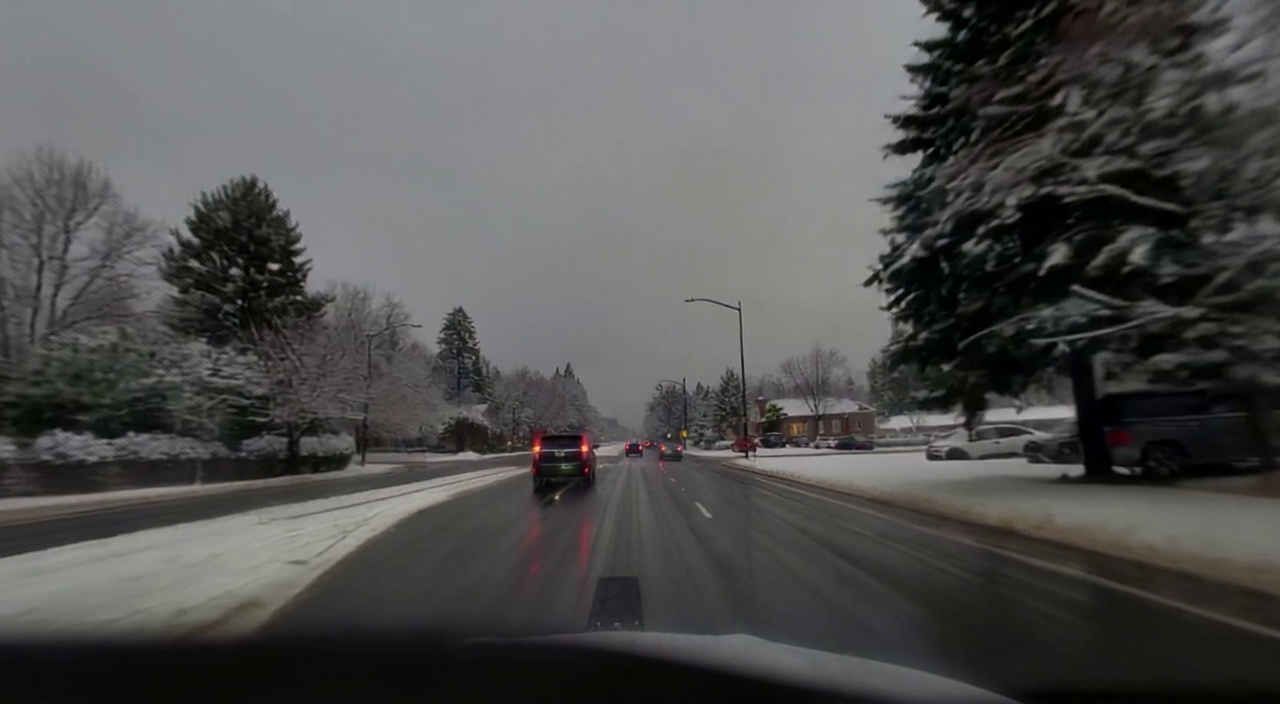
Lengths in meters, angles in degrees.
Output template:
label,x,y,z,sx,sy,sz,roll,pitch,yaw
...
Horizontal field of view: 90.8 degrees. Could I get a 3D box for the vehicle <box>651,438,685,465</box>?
label,x,y,z,sx,sy,sz,roll,pitch,yaw
vehicle,1.767,6.510,41.469,2.003,1.614,4.072,0,-8,0

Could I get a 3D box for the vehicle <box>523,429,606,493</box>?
label,x,y,z,sx,sy,sz,roll,pitch,yaw
vehicle,-2.253,3.329,19.654,2.205,1.706,4.904,1,-8,-5

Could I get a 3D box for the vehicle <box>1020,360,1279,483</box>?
label,x,y,z,sx,sy,sz,roll,pitch,yaw
vehicle,11.745,1.476,12.948,2.483,2.209,6.171,8,-11,-43

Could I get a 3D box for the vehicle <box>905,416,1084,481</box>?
label,x,y,z,sx,sy,sz,roll,pitch,yaw
vehicle,11.336,3.104,20.447,4.560,1.842,2.048,-8,-12,43
